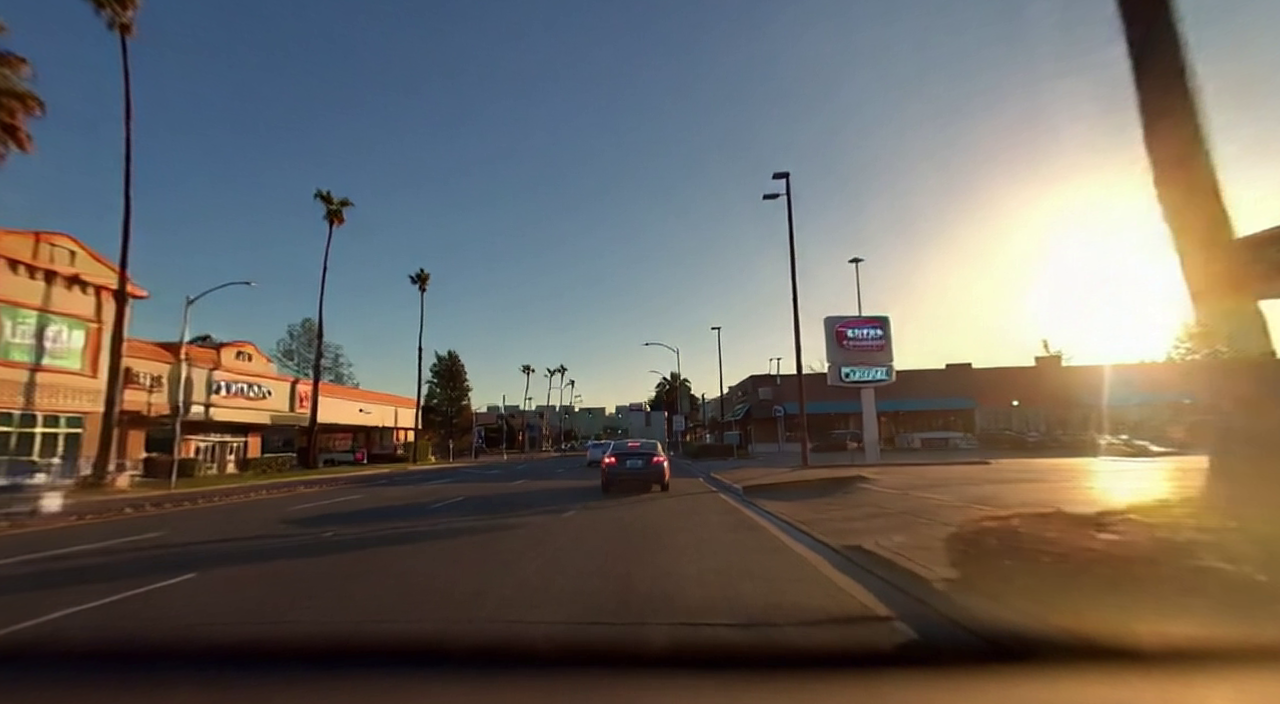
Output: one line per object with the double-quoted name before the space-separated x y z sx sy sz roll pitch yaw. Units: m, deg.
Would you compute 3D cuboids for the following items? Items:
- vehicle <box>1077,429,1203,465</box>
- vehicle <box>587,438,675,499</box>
"vehicle" 22.479 4.350 28.507 1.876 1.482 4.633 0 -10 -1
"vehicle" -0.196 3.176 17.531 2.145 1.483 4.453 0 -9 1
